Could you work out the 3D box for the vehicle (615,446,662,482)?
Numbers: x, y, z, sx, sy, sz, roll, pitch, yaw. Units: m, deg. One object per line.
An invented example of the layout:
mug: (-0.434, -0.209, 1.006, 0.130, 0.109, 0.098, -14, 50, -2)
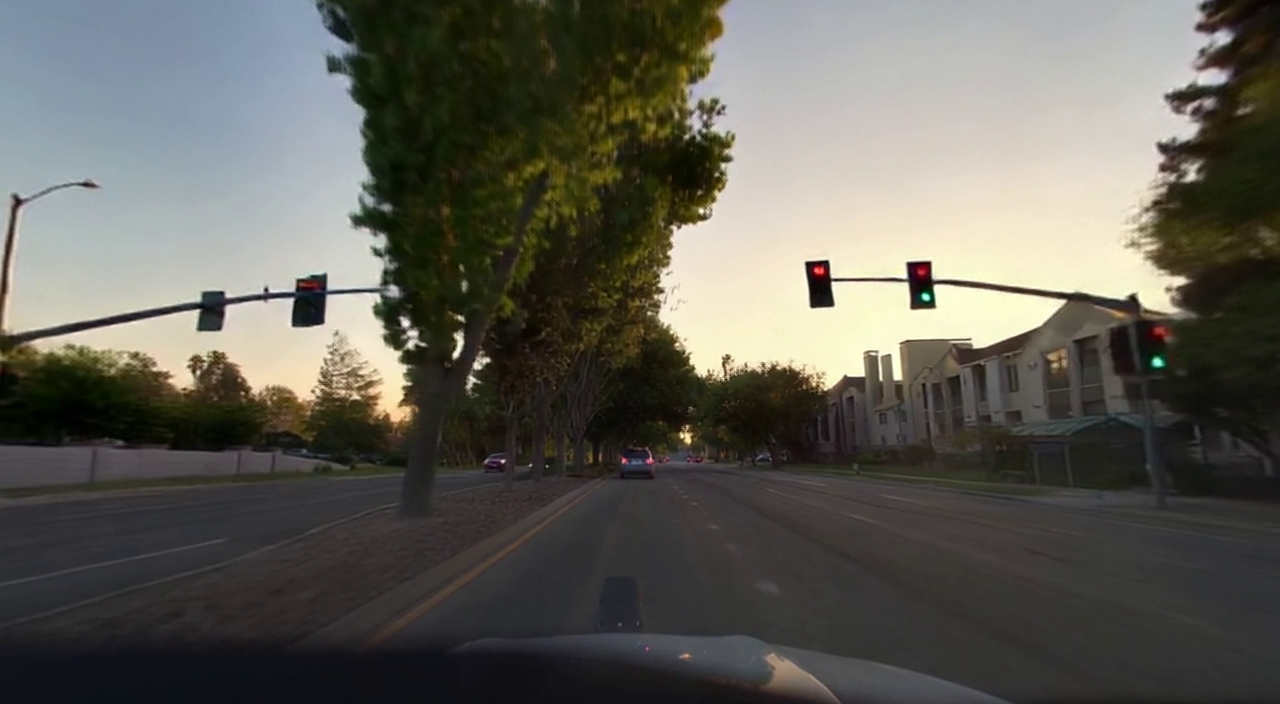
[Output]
vehicle: (-0.017, 5.342, 30.444, 2.093, 1.591, 4.247, 0, -9, 1)
